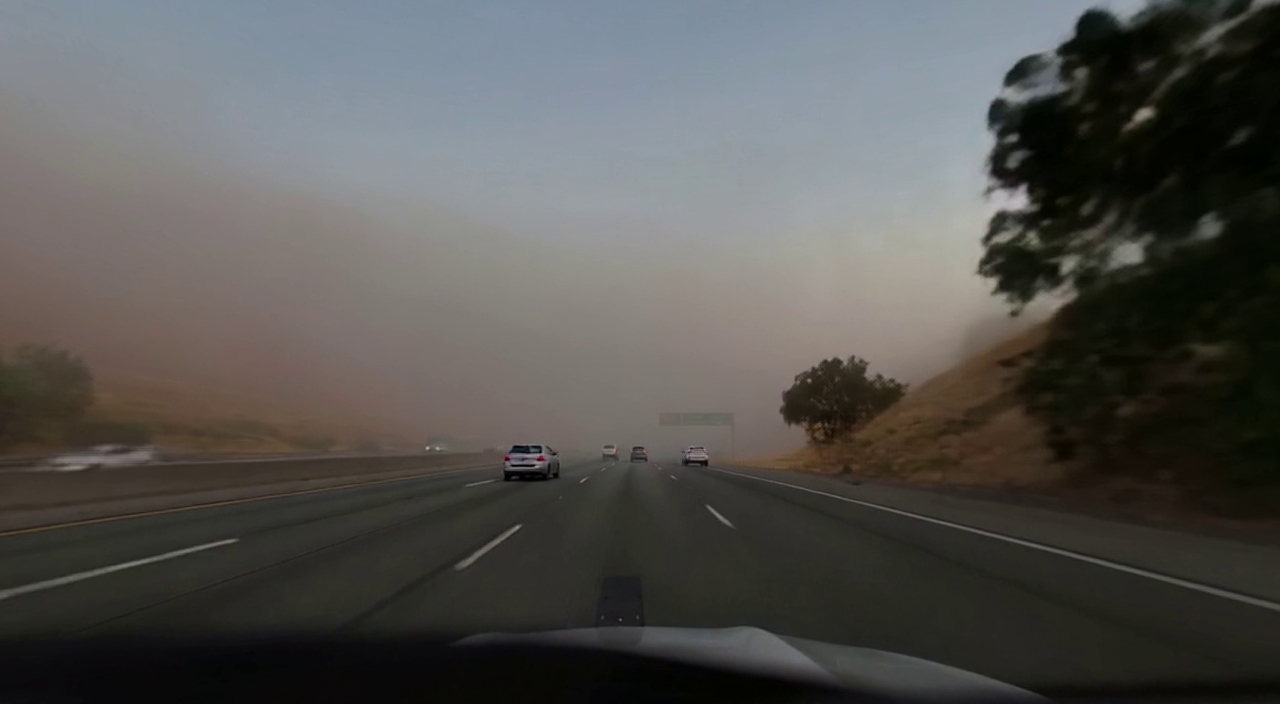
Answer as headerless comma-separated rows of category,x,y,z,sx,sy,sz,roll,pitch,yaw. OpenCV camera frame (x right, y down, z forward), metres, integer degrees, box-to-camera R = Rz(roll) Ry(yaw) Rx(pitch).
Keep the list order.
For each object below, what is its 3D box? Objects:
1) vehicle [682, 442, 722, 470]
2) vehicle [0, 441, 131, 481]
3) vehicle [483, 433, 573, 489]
vehicle,4.172,7.073,43.151,2.164,1.788,4.500,0,-8,-1
vehicle,-25.372,4.752,27.850,2.010,1.580,4.522,0,-8,1
vehicle,-3.674,3.676,21.703,2.166,1.700,4.661,0,-9,1
